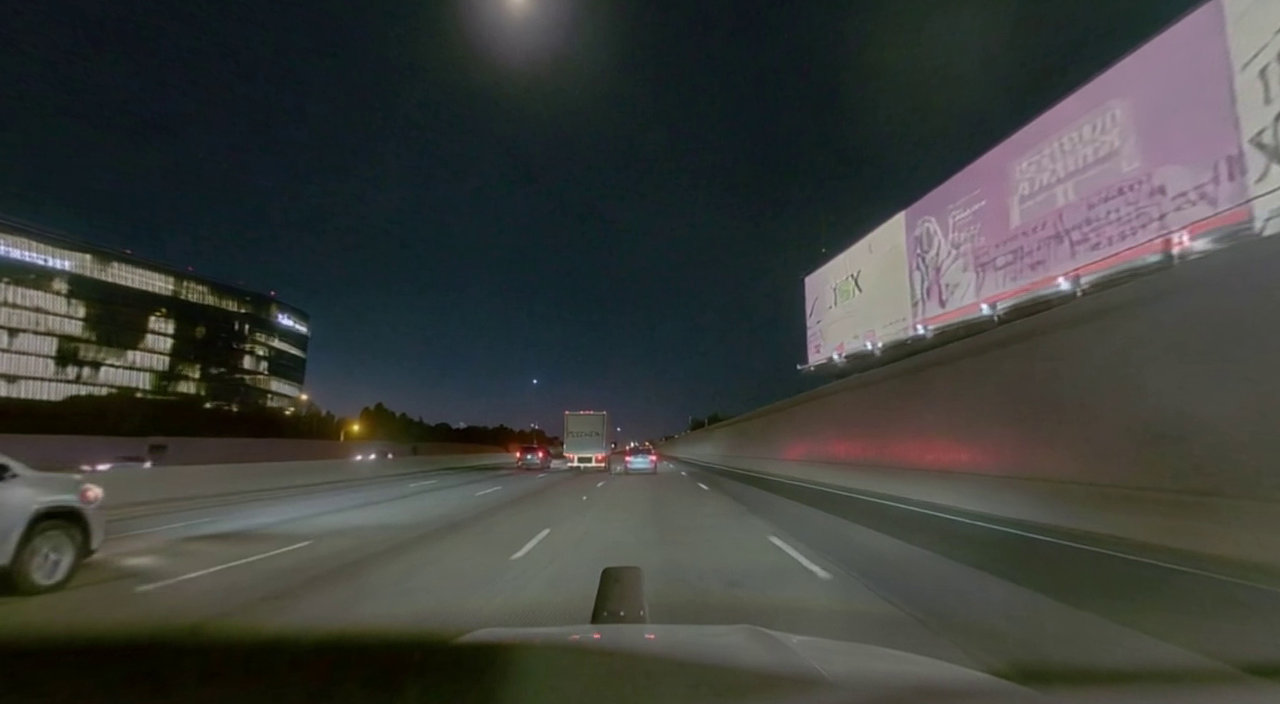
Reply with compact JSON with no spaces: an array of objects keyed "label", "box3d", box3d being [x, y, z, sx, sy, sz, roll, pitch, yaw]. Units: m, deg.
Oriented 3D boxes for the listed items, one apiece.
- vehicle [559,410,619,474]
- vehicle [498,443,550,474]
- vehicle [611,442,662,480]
[{"label":"vehicle","box3d":[-2.930,5.563,38.832,2.794,3.460,8.595,0,-9,1]},{"label":"vehicle","box3d":[-6.606,6.124,36.473,2.124,1.674,4.541,0,-9,1]},{"label":"vehicle","box3d":[-0.179,4.915,28.715,2.168,1.597,3.615,0,-9,-1]}]
